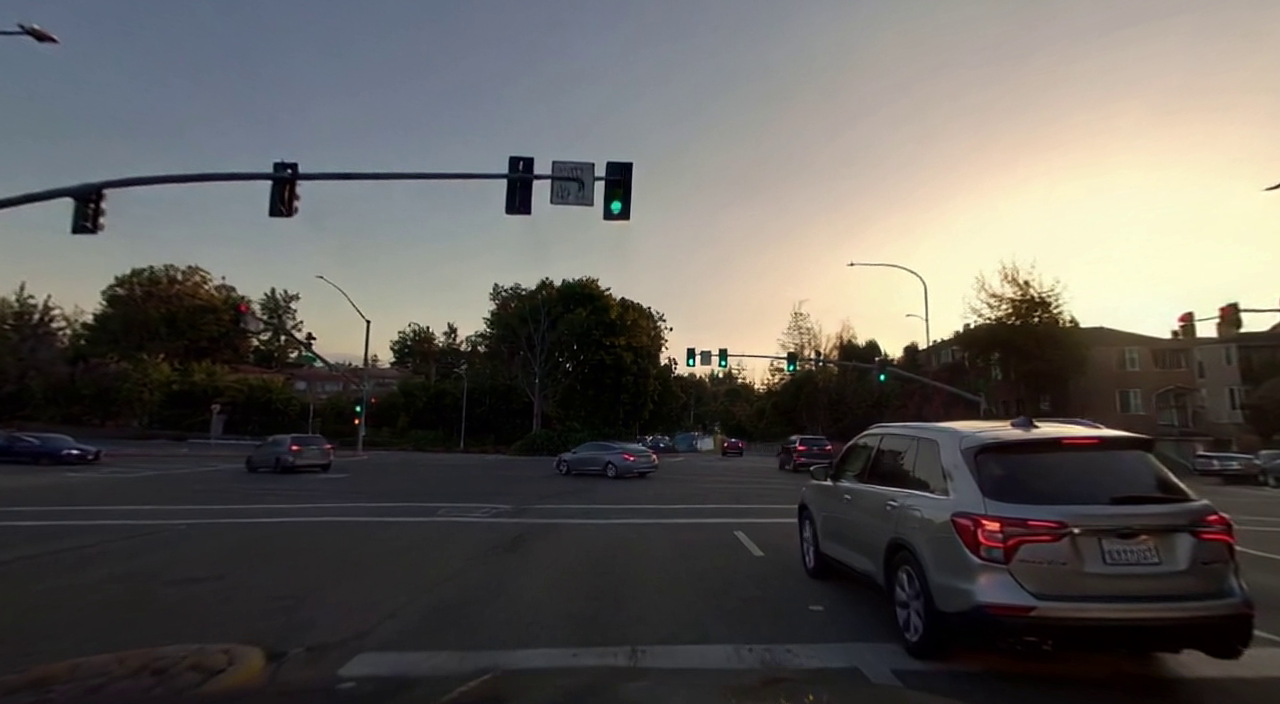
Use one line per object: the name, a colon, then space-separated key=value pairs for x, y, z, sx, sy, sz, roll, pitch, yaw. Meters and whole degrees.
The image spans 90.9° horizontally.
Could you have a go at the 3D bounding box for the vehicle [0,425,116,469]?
vehicle: x=-26.641 y=4.245 z=28.255 sx=4.365 sy=1.629 sz=2.004 roll=4 pitch=-8 yaw=1

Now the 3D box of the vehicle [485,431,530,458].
vehicle: x=-9.981 y=7.057 z=47.963 sx=2.190 sy=1.978 sz=4.575 roll=0 pitch=-8 yaw=3

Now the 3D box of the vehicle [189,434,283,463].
vehicle: x=-22.287 y=5.373 z=34.882 sx=3.979 sy=1.457 sz=1.795 roll=0 pitch=-10 yaw=6

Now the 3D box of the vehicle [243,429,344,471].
vehicle: x=-15.336 y=4.321 z=27.872 sx=4.020 sy=1.705 sz=2.099 roll=-5 pitch=-10 yaw=32

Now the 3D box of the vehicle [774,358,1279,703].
vehicle: x=2.724 y=1.235 z=5.292 sx=2.115 sy=1.737 sz=4.642 roll=0 pitch=-8 yaw=-1

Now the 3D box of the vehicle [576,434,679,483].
vehicle: x=-0.549 y=3.657 z=21.925 sx=2.009 sy=1.480 sz=4.423 roll=4 pitch=-9 yaw=-24
